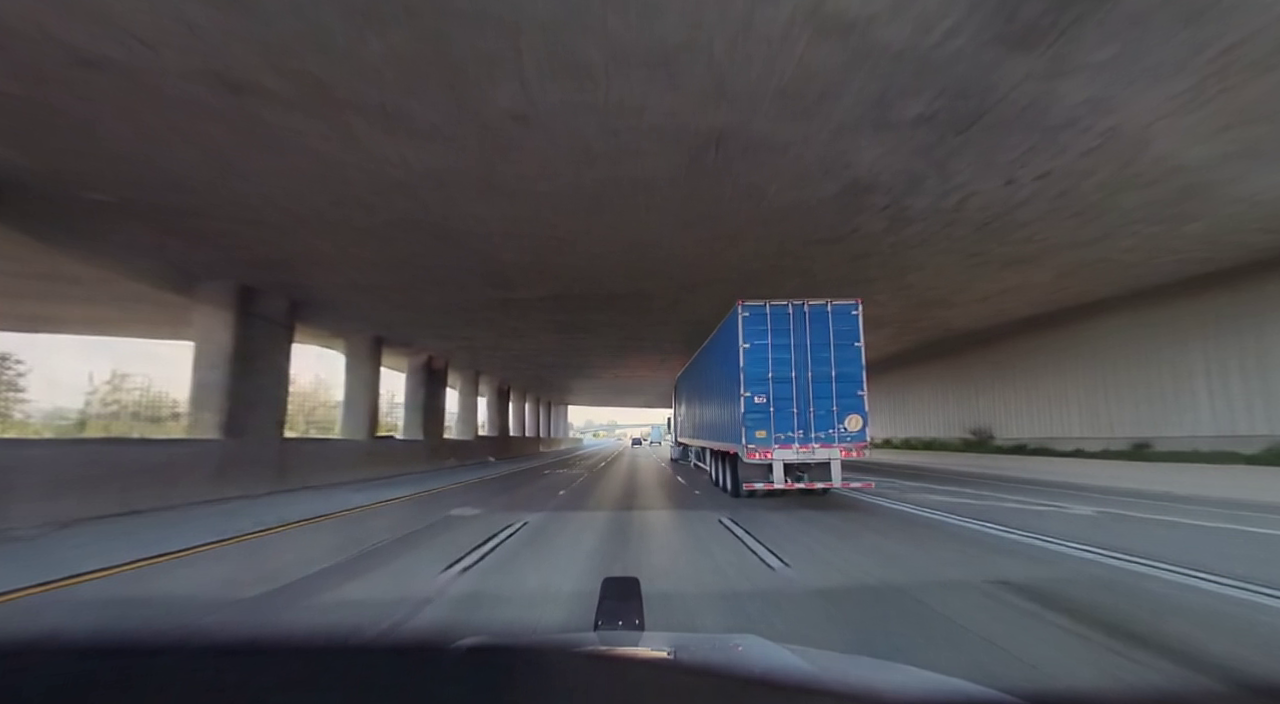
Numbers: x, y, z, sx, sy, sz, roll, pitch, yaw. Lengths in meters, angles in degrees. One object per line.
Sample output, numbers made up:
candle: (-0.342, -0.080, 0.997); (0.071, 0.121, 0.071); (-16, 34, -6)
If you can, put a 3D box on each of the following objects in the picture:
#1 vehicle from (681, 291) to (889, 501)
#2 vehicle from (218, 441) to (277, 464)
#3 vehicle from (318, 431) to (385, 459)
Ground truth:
vehicle: (3.360, 2.055, 20.662); (2.743, 4.160, 16.408); (0, -9, -1)
vehicle: (-25.838, 6.619, 41.704); (1.556, 1.394, 3.502); (0, -9, 0)
vehicle: (-17.741, 5.756, 39.065); (2.164, 1.606, 4.065); (0, -9, 0)
